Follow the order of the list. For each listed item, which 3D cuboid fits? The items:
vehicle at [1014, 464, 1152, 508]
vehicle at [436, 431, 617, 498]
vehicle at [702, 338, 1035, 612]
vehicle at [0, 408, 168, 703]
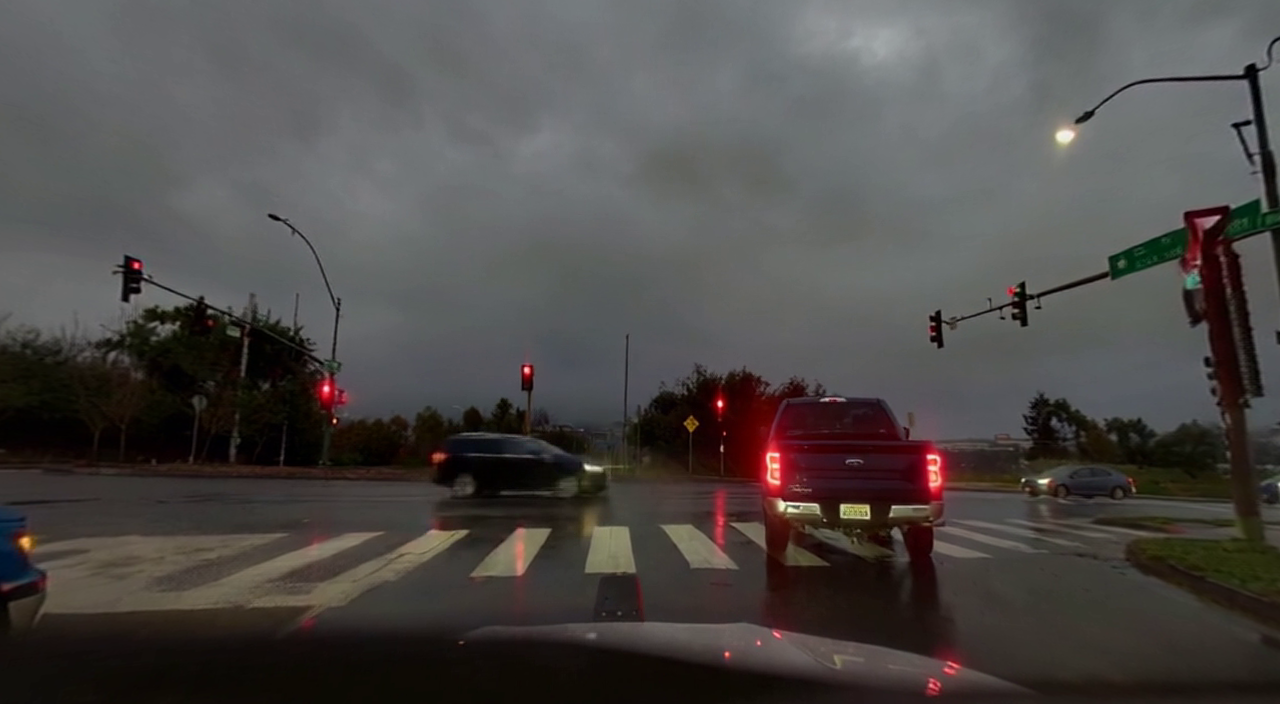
[{"bbox_3d":[18.975,5.747,27.139,4.356,1.498,1.957,-3,-8,2],"label":"vehicle"},{"bbox_3d":[-3.126,3.140,17.806,4.695,1.729,2.067,2,-9,-9],"label":"vehicle"},{"bbox_3d":[2.618,1.527,8.783,2.851,2.400,5.978,-1,-9,11],"label":"vehicle"},{"bbox_3d":[-4.099,0.844,1.905,1.913,1.491,4.547,1,-9,-2],"label":"vehicle"}]
